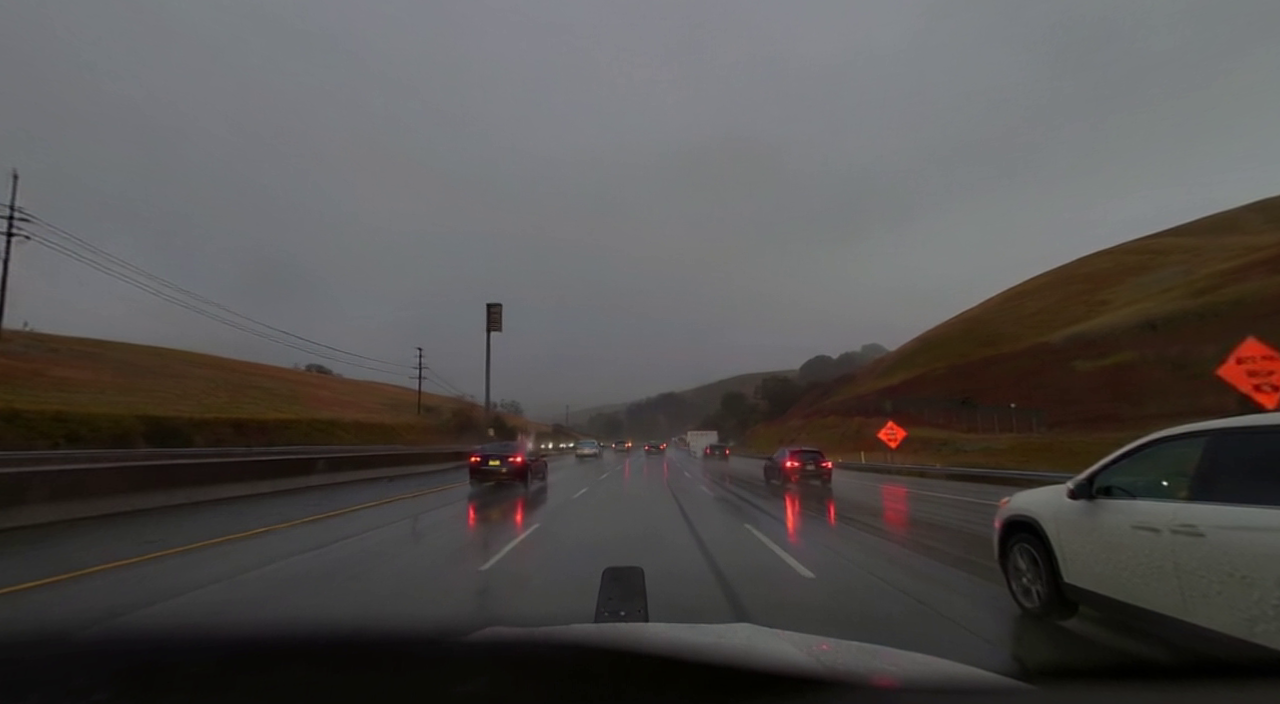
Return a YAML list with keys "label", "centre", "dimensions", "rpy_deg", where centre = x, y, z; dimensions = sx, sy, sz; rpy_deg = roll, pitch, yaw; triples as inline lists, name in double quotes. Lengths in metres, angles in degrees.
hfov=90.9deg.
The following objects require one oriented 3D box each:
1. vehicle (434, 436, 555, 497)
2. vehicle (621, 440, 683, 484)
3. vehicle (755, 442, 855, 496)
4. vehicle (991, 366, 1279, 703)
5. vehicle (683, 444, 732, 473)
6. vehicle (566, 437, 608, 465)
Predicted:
- label: "vehicle"
  centre: [-3.771, 3.064, 17.255]
  dimensions: [2.232, 1.438, 4.163]
  rpy_deg: [0, -8, 2]
- label: "vehicle"
  centre: [0.425, 4.075, 23.717]
  dimensions: [2.138, 1.473, 4.392]
  rpy_deg: [0, -8, 0]
- label: "vehicle"
  centre: [4.976, 3.560, 19.643]
  dimensions: [1.867, 1.465, 4.093]
  rpy_deg: [0, -8, -2]
- label: "vehicle"
  centre: [3.862, 0.887, 2.720]
  dimensions: [2.018, 1.670, 4.658]
  rpy_deg: [0, -8, 0]
- label: "vehicle"
  centre: [3.539, 5.666, 33.886]
  dimensions: [2.177, 1.453, 4.205]
  rpy_deg: [0, -8, 0]
- label: "vehicle"
  centre: [-3.302, 6.279, 40.198]
  dimensions: [2.234, 1.675, 4.527]
  rpy_deg: [0, -8, 1]
